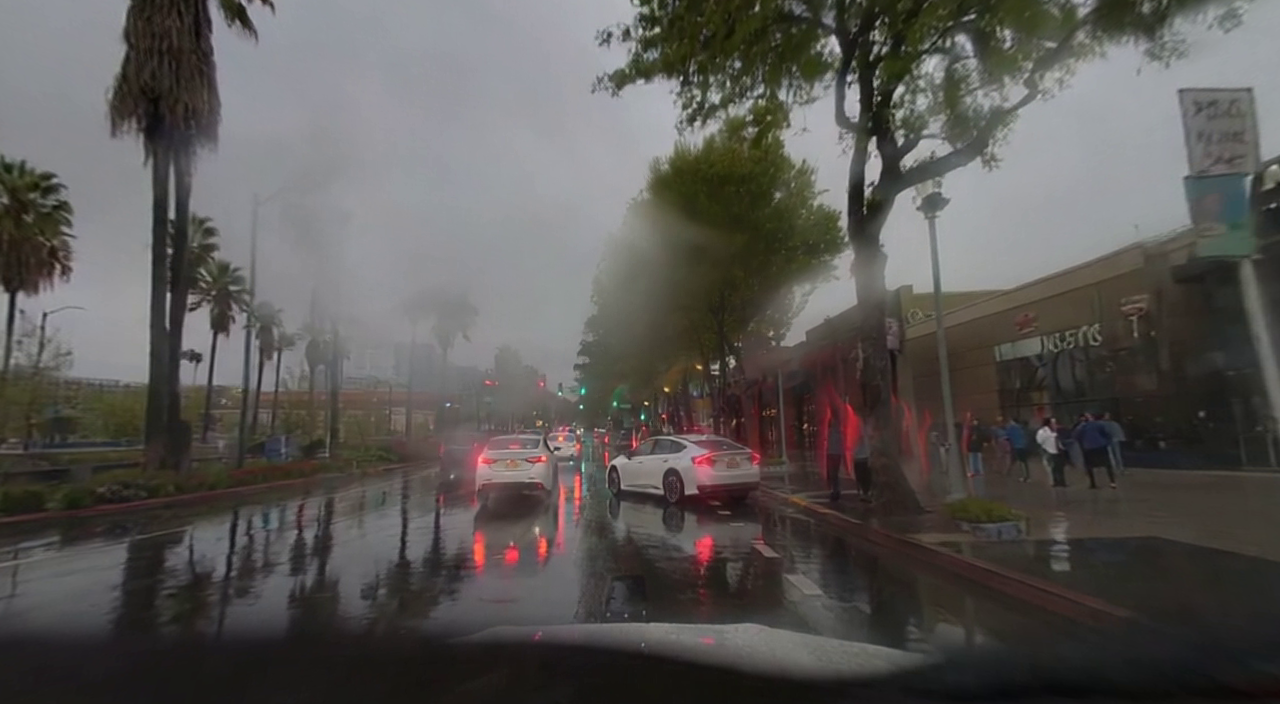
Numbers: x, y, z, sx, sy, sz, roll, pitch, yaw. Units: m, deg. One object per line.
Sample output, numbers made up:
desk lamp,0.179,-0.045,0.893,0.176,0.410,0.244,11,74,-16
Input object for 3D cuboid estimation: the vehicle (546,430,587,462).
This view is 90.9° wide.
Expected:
vehicle,-4.756,6.146,41.274,2.277,1.937,4.487,0,-9,-2

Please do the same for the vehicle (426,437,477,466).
vehicle,-10.925,5.806,36.829,1.930,1.583,4.423,0,-9,-5

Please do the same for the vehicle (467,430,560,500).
vehicle,-3.282,3.001,17.198,2.039,1.628,4.331,0,-9,-5

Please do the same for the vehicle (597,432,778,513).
vehicle,0.821,2.600,14.197,1.930,1.477,4.657,4,-10,-26
